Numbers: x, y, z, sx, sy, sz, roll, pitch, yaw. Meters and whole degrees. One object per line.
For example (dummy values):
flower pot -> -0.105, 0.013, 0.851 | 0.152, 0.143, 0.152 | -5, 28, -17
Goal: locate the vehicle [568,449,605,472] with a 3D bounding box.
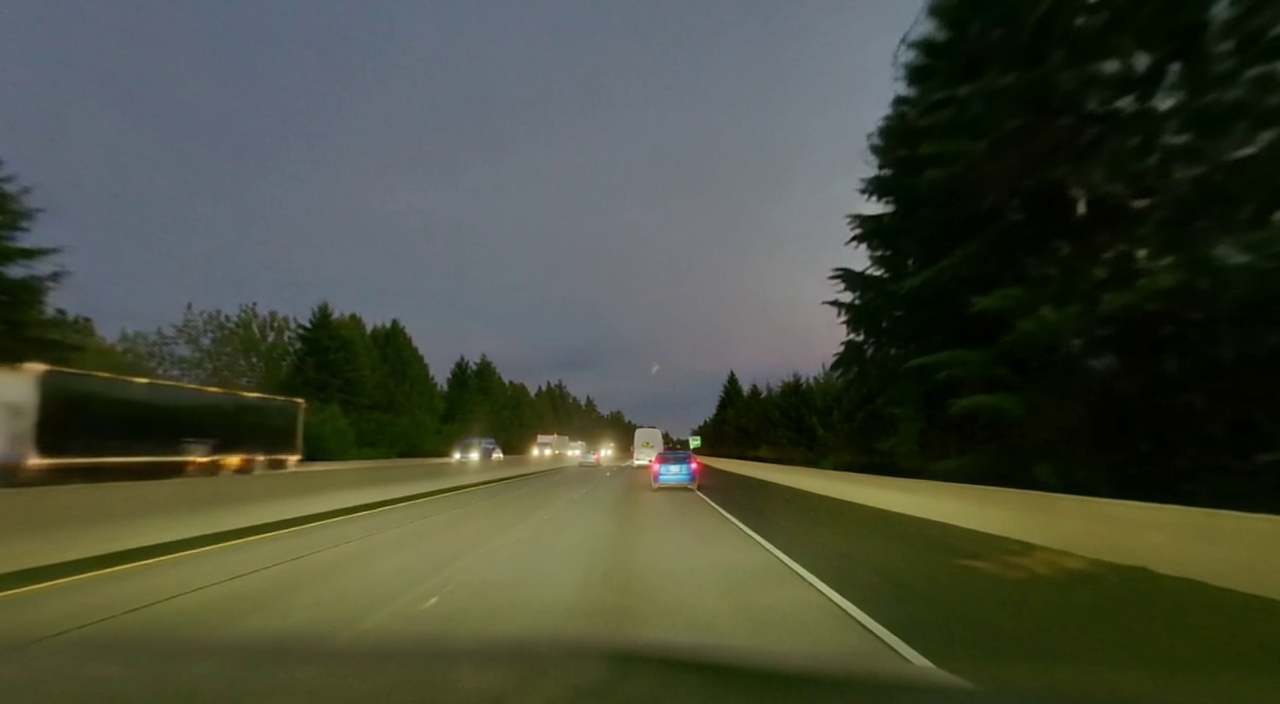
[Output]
vehicle -> -3.701, 7.646, 44.737 | 2.100, 1.514, 4.794 | 0, -9, 1

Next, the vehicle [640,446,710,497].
vehicle -> 1.034, 3.792, 20.325 | 2.012, 1.485, 3.649 | 0, -9, 0

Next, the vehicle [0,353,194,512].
vehicle -> -17.628, 2.190, 16.957 | 3.035, 3.965, 10.967 | 0, -9, 1

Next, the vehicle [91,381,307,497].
vehicle -> -17.568, 3.646, 26.138 | 2.860, 4.038, 8.120 | 0, -9, 0
